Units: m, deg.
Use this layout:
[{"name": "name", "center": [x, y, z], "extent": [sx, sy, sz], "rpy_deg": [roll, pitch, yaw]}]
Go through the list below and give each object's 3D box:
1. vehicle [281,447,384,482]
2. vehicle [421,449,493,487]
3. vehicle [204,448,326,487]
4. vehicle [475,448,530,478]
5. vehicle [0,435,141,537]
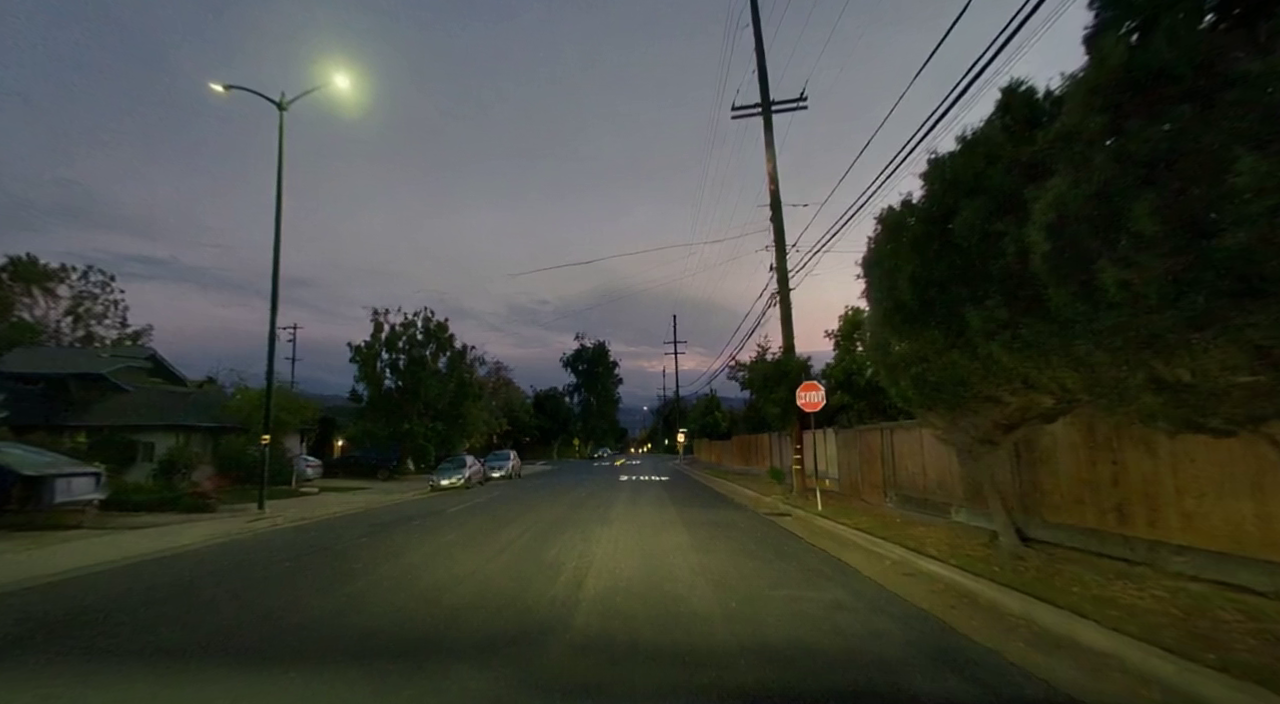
[{"name": "vehicle", "center": [-16.261, 5.957, 33.656], "extent": [4.364, 1.802, 2.122], "rpy_deg": [1, -9, -7]}, {"name": "vehicle", "center": [-8.589, 5.436, 29.993], "extent": [1.950, 1.627, 4.027], "rpy_deg": [-1, -9, 4]}, {"name": "vehicle", "center": [-17.984, 5.522, 30.541], "extent": [4.539, 1.737, 2.098], "rpy_deg": [2, -9, -13]}, {"name": "vehicle", "center": [-8.480, 6.875, 39.393], "extent": [2.047, 1.679, 3.948], "rpy_deg": [-1, -9, 9]}, {"name": "vehicle", "center": [-13.677, 2.649, 12.757], "extent": [5.034, 1.887, 2.245], "rpy_deg": [2, -9, -12]}]
